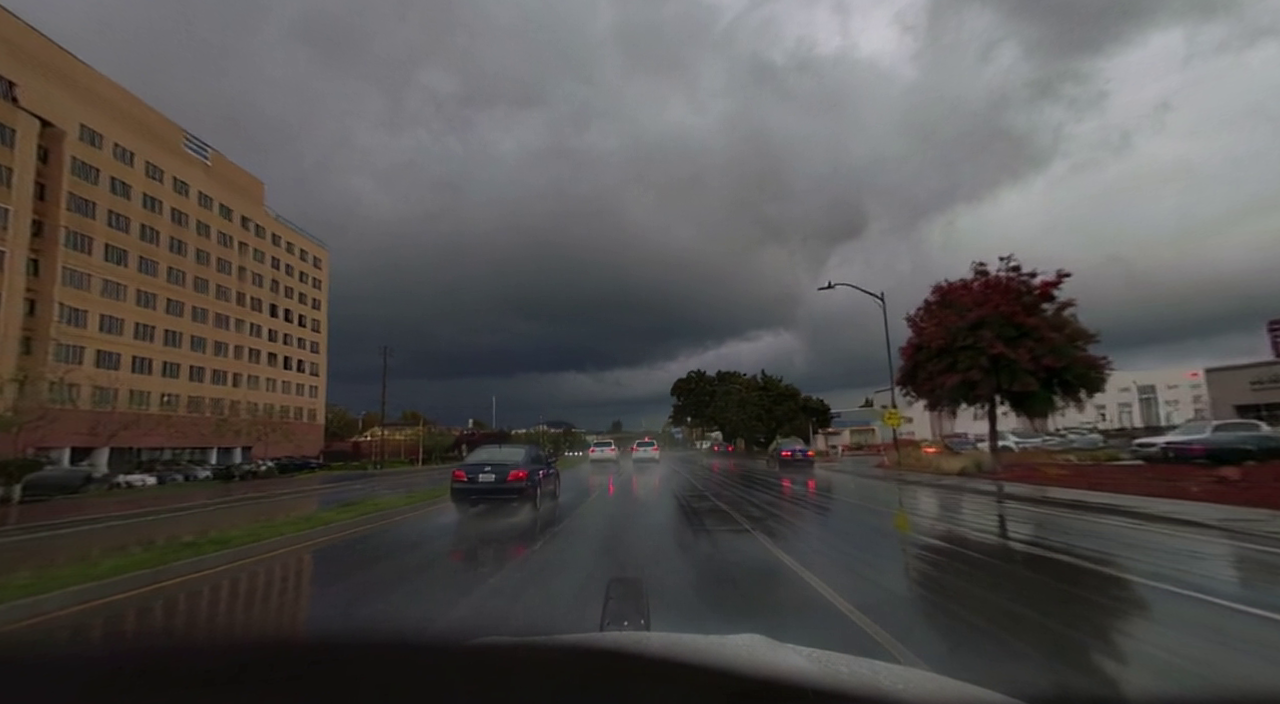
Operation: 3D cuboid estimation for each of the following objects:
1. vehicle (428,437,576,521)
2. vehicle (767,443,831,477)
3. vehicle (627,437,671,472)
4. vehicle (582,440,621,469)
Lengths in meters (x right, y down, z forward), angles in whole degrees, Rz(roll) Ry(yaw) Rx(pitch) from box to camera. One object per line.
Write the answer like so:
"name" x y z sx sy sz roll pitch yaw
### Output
"vehicle" -2.729 2.631 13.649 2.095 1.486 4.411 -1 -8 2
"vehicle" 7.286 4.961 29.329 1.884 1.458 4.245 0 -8 0
"vehicle" 0.488 5.743 35.434 2.304 1.795 4.526 -1 -8 1
"vehicle" -2.436 6.668 41.223 2.117 1.799 4.442 -1 -8 2
